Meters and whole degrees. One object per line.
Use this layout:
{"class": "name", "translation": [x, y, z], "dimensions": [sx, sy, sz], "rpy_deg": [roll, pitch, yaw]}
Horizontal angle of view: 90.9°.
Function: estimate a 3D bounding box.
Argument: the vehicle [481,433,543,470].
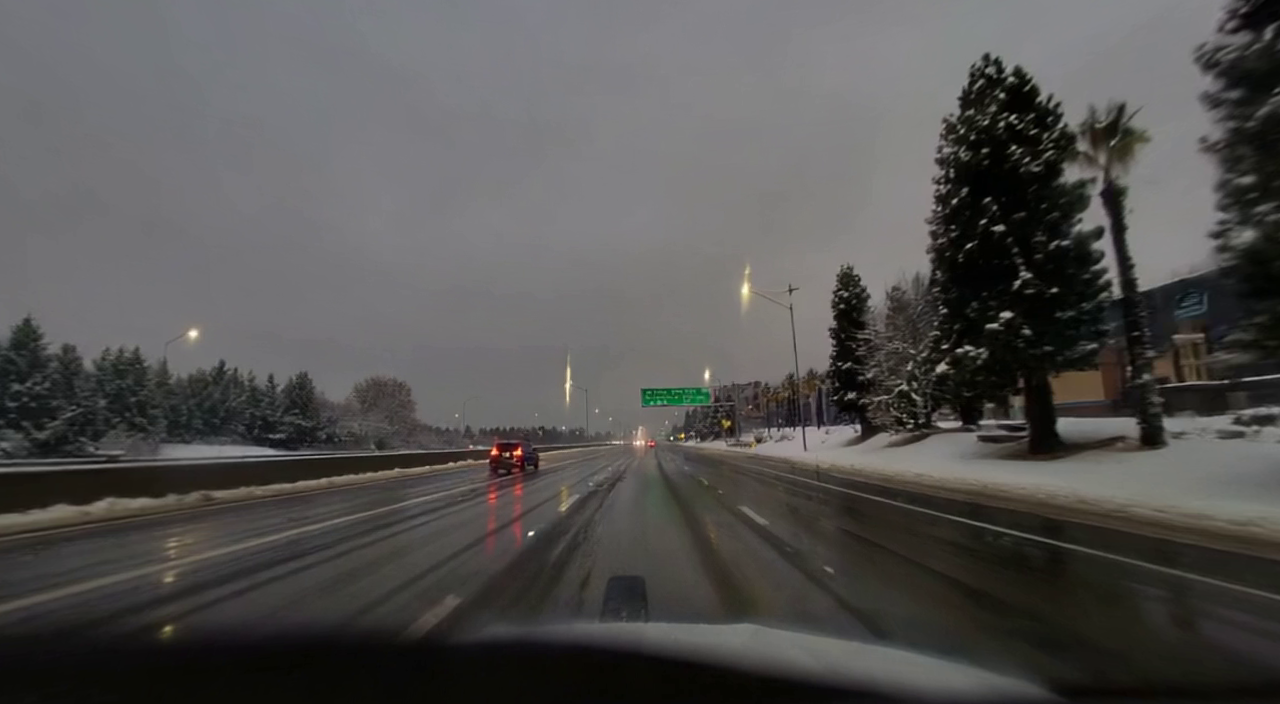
{"class": "vehicle", "translation": [-6.587, 5.173, 32.922], "dimensions": [2.145, 1.793, 4.762], "rpy_deg": [0, -8, 1]}
